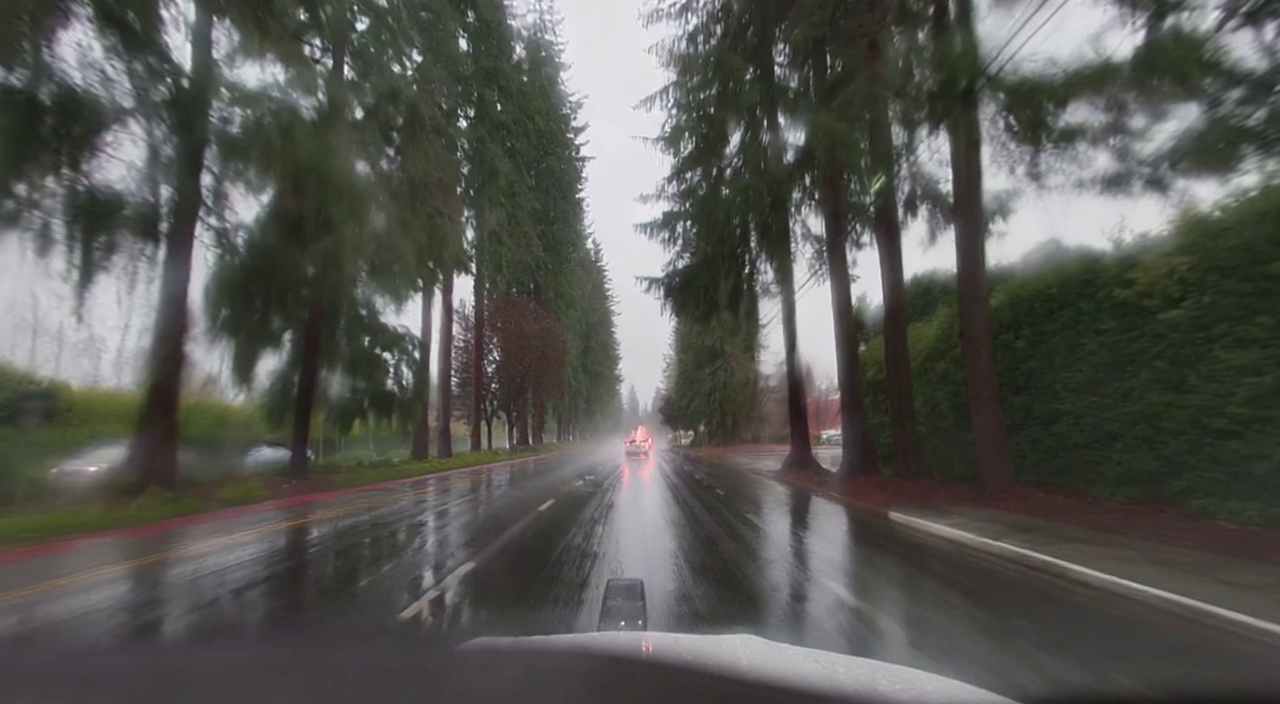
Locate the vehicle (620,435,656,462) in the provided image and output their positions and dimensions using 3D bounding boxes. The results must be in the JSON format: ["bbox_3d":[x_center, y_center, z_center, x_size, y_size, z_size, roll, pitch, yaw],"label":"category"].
[{"bbox_3d":[-0.124,5.569,36.372,1.991,1.463,3.988,0,-8,0],"label":"vehicle"}]

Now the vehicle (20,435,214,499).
[{"bbox_3d":[-15.896,3.493,19.493,2.163,1.738,4.393,0,-8,0],"label":"vehicle"}]
